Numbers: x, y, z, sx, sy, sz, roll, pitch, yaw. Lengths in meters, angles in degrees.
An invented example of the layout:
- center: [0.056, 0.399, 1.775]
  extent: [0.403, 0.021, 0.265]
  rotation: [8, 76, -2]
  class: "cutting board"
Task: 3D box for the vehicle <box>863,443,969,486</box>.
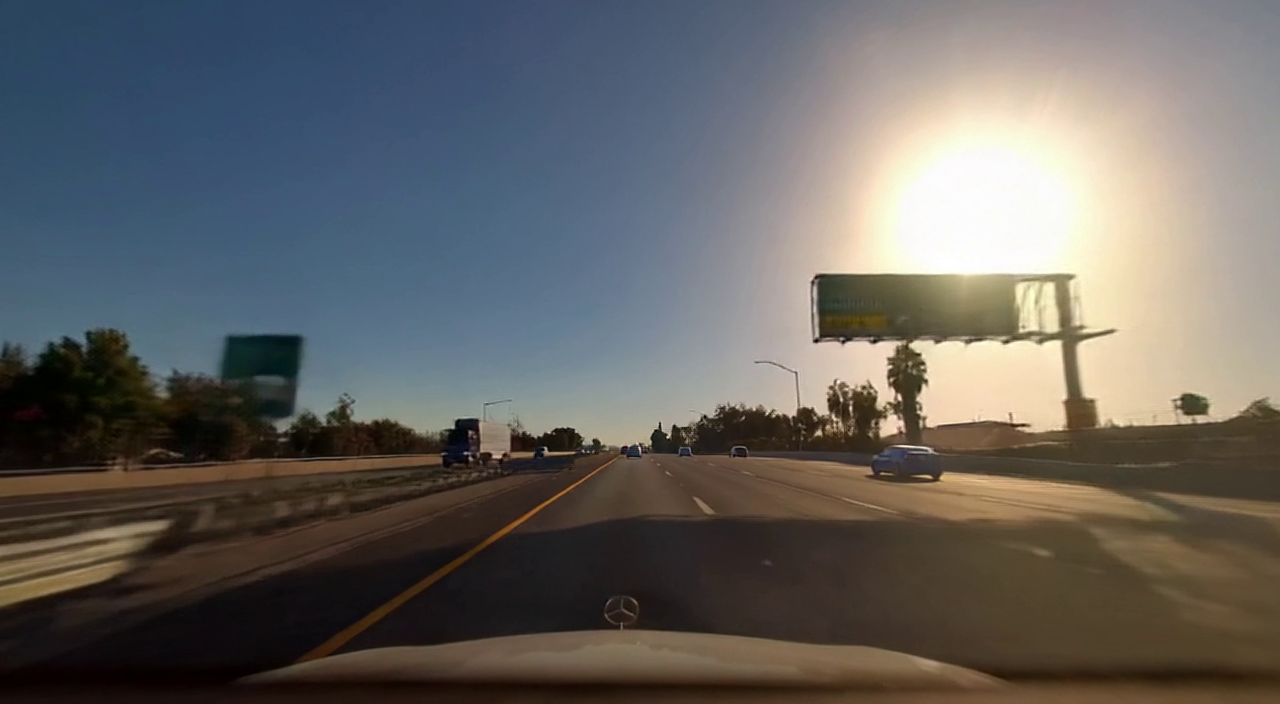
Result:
- center: [10.679, 4.350, 24.867]
  extent: [2.024, 1.481, 4.747]
  rotation: [1, -8, 0]
  class: "vehicle"
